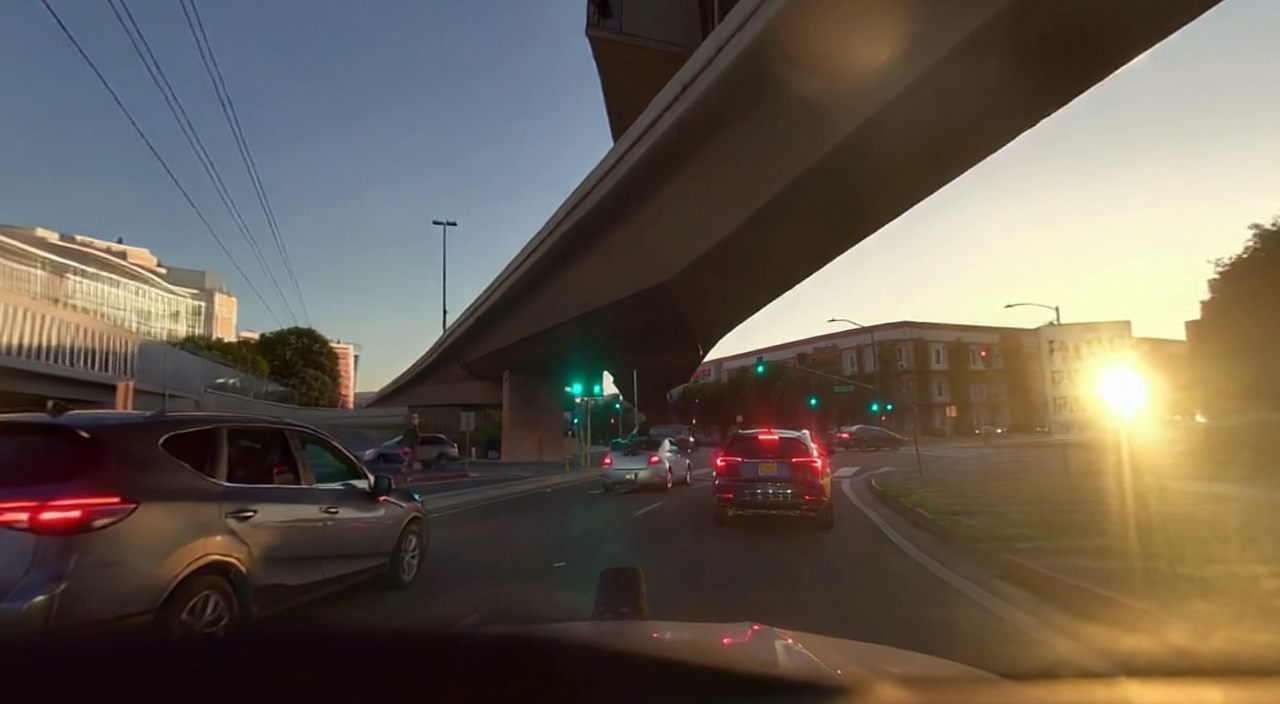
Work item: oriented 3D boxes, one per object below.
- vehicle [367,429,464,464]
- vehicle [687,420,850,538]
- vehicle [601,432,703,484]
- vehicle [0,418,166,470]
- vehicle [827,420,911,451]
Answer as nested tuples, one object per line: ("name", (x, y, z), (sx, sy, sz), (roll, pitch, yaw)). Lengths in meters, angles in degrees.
("vehicle", (-12.766, 5.424, 36.157), (4.827, 1.885, 2.008), (1, -9, -7))
("vehicle", (2.183, 2.067, 10.931), (2.195, 1.571, 4.353), (-2, -9, 11))
("vehicle", (0.549, 3.491, 21.096), (2.214, 1.519, 4.704), (-3, -9, 17))
("vehicle", (-43.653, 7.012, 48.126), (2.989, 3.604, 11.471), (-5, -9, 27))
("vehicle", (13.209, 4.819, 36.269), (4.755, 1.623, 2.290), (6, -11, -38))
